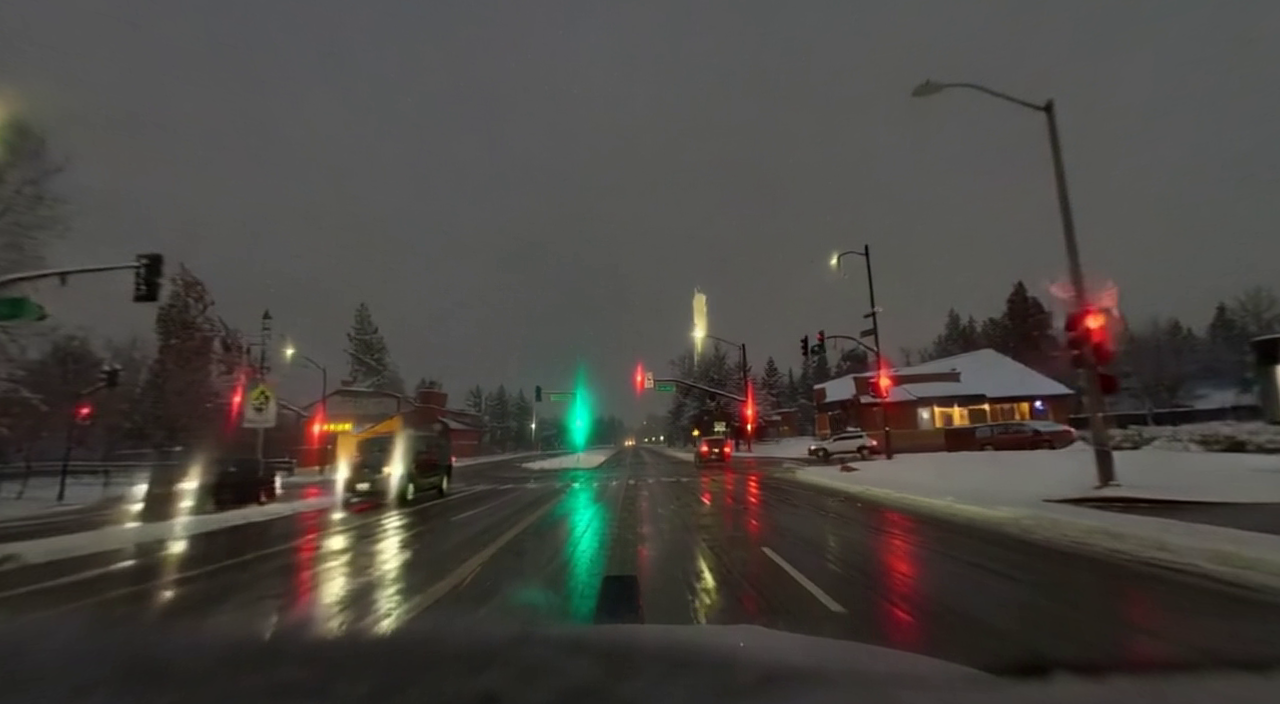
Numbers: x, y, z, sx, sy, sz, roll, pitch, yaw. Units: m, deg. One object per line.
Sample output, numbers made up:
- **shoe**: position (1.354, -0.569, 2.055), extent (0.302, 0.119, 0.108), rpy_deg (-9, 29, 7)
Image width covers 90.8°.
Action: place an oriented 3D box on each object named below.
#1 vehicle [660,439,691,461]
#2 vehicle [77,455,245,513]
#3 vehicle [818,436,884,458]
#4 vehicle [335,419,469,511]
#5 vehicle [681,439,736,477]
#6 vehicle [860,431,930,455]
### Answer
- **vehicle**: position (2.698, 7.611, 48.962), extent (1.982, 1.605, 4.439), rpy_deg (0, -8, -1)
- **vehicle**: position (-15.350, 4.215, 20.632), extent (1.931, 1.590, 4.478), rpy_deg (0, -8, 1)
- **vehicle**: position (16.157, 7.258, 48.375), extent (4.497, 1.594, 1.935), rpy_deg (3, -9, -23)
- **vehicle**: position (-6.198, 2.980, 17.288), extent (2.270, 2.068, 5.517), rpy_deg (1, -9, -9)
- **vehicle**: position (3.063, 4.791, 28.872), extent (1.961, 1.580, 4.020), rpy_deg (0, -8, -1)
- **vehicle**: position (18.482, 6.599, 45.803), extent (4.447, 1.601, 2.033), rpy_deg (3, -9, -22)
